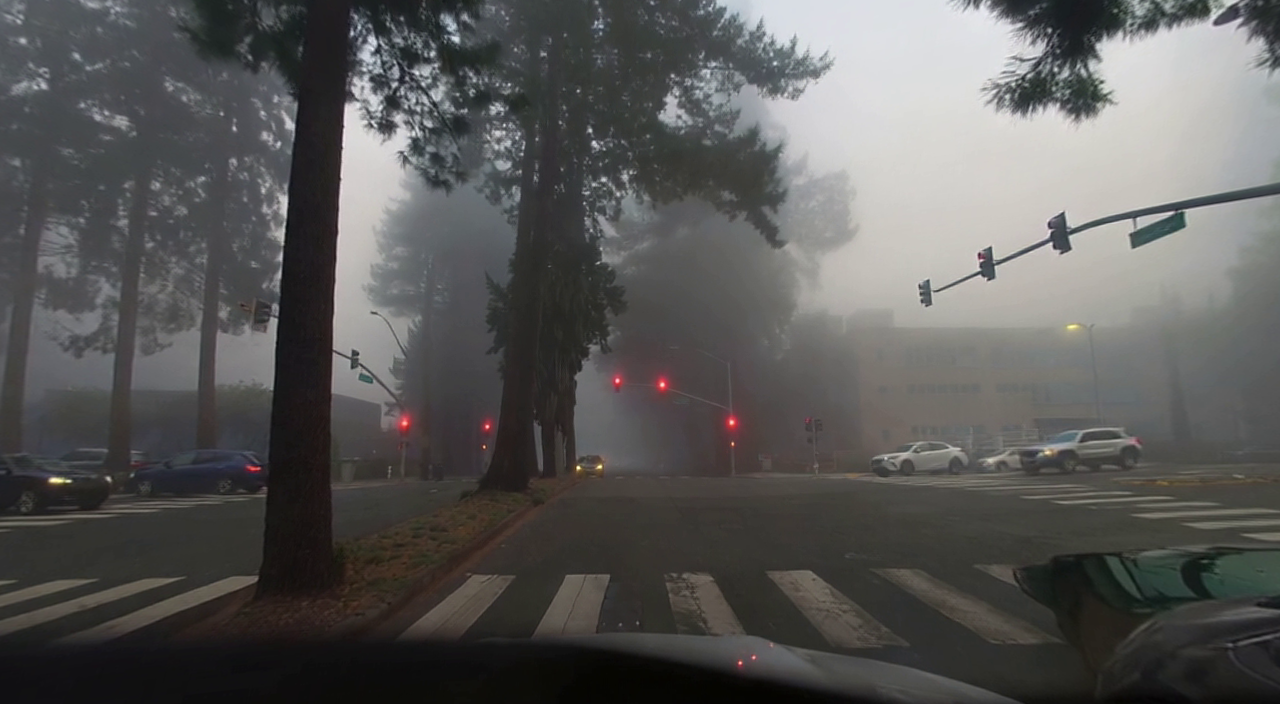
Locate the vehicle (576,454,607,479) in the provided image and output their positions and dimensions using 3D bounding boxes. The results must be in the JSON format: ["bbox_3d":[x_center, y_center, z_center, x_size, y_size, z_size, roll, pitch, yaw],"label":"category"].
[{"bbox_3d":[-3.636,8.642,47.900,2.162,1.740,4.728,0,-8,-2],"label":"vehicle"}]

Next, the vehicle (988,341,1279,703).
[{"bbox_3d":[3.694,0.886,2.889,2.227,1.705,4.719,-2,-8,11],"label":"vehicle"}]

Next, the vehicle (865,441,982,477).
[{"bbox_3d":[15.598,5.892,35.029,5.220,1.897,2.596,0,-8,0],"label":"vehicle"}]

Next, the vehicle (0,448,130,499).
[{"bbox_3d":[-22.059,4.411,23.138,4.748,1.727,2.325,0,-8,1],"label":"vehicle"}]

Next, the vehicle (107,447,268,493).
[{"bbox_3d":[-18.832,4.950,26.540,4.798,1.763,2.536,0,-10,0],"label":"vehicle"}]
